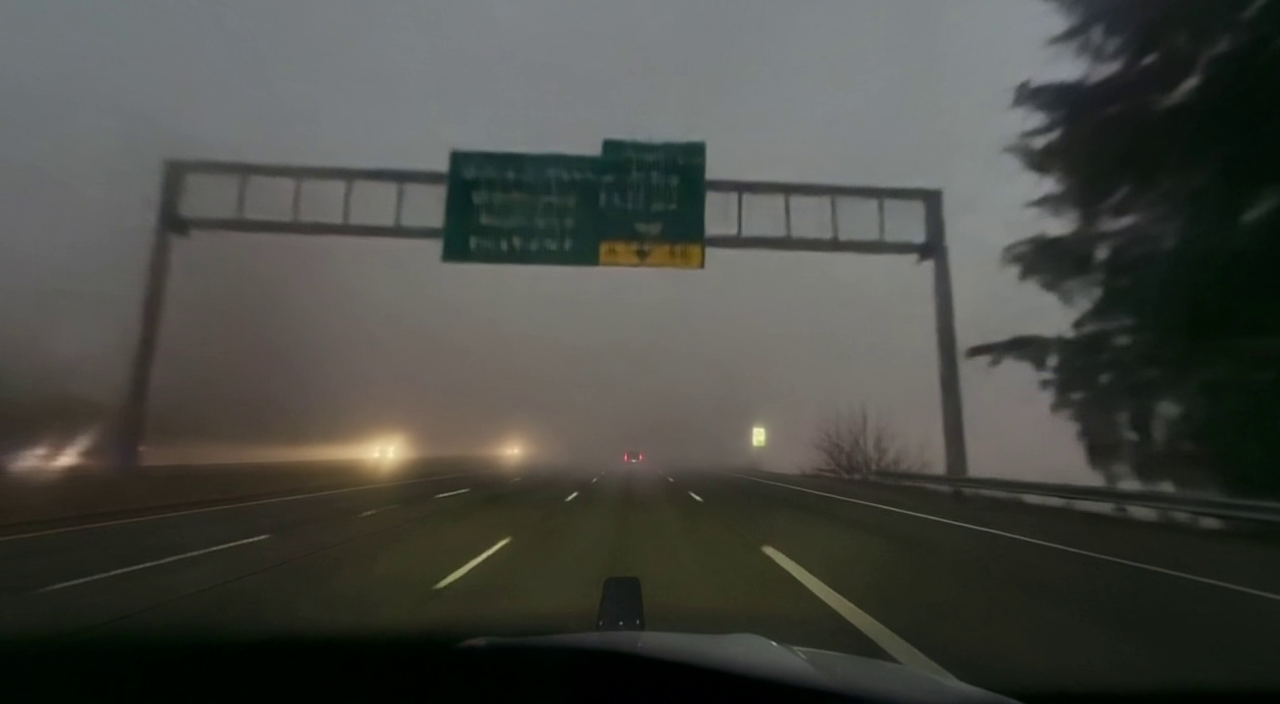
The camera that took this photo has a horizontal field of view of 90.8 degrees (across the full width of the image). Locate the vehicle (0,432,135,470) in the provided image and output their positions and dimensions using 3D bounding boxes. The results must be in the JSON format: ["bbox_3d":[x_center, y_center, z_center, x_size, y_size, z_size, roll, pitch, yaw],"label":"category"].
[{"bbox_3d":[-25.413,4.429,28.198,1.955,1.537,4.457,0,-9,-1],"label":"vehicle"}]
